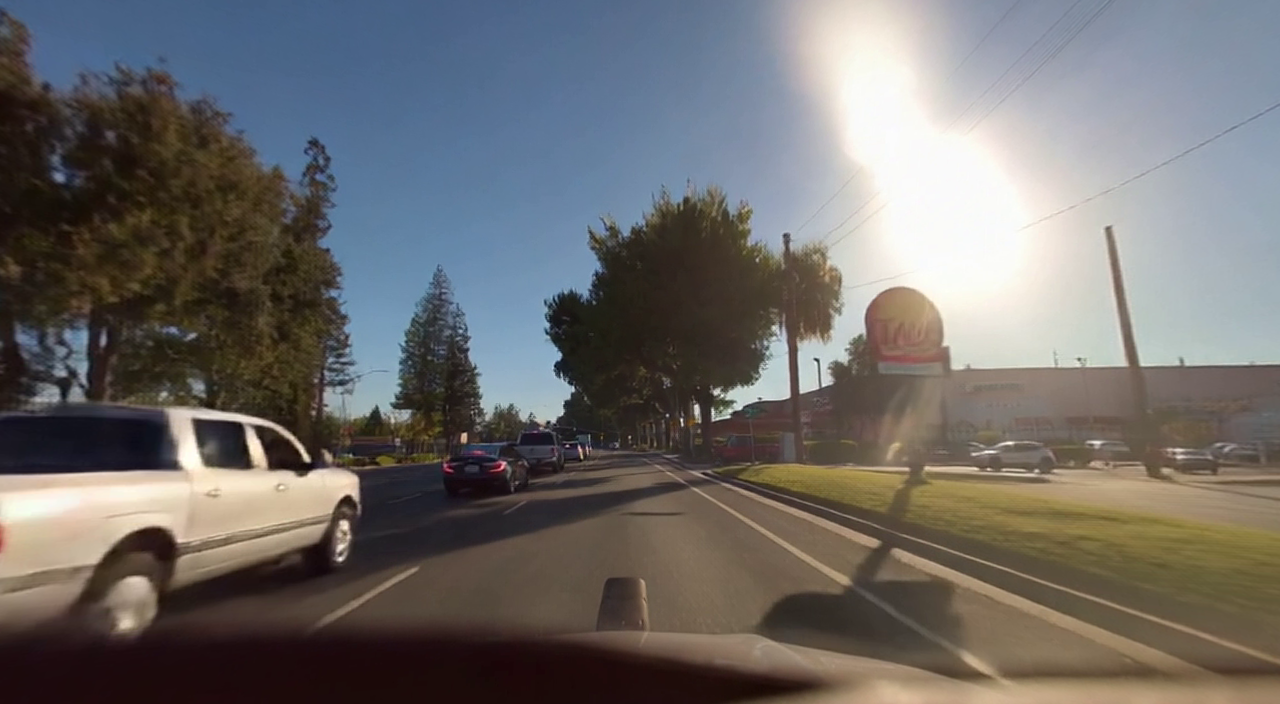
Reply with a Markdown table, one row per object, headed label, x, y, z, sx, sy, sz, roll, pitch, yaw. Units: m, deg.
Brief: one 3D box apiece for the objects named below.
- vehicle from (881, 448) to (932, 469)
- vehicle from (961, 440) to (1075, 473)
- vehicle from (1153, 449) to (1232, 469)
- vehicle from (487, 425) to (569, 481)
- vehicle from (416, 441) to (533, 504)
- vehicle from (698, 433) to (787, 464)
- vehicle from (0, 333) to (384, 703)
| label | x | y | z | sx | sy | sz | roll | pitch | yaw |
| --- | --- | --- | --- | --- | --- | --- | --- | --- | --- |
| vehicle | 19.383 | 7.751 | 45.848 | 1.646 | 1.418 | 3.910 | 1 | -8 | -6 |
| vehicle | 21.789 | 6.041 | 36.405 | 5.120 | 1.817 | 2.154 | -1 | -8 | 8 |
| vehicle | 41.385 | 8.033 | 47.147 | 1.904 | 1.443 | 4.535 | 0 | -9 | 2 |
| vehicle | -4.712 | 4.372 | 27.501 | 2.664 | 2.122 | 6.124 | 0 | -8 | -2 |
| vehicle | -4.155 | 3.082 | 16.606 | 2.113 | 1.446 | 4.309 | 0 | -8 | -3 |
| vehicle | 5.901 | 5.662 | 36.692 | 4.813 | 1.622 | 2.110 | -2 | -11 | 3 |
| vehicle | -4.145 | 1.163 | 4.957 | 2.222 | 1.899 | 5.006 | 0 | -8 | -1 |
